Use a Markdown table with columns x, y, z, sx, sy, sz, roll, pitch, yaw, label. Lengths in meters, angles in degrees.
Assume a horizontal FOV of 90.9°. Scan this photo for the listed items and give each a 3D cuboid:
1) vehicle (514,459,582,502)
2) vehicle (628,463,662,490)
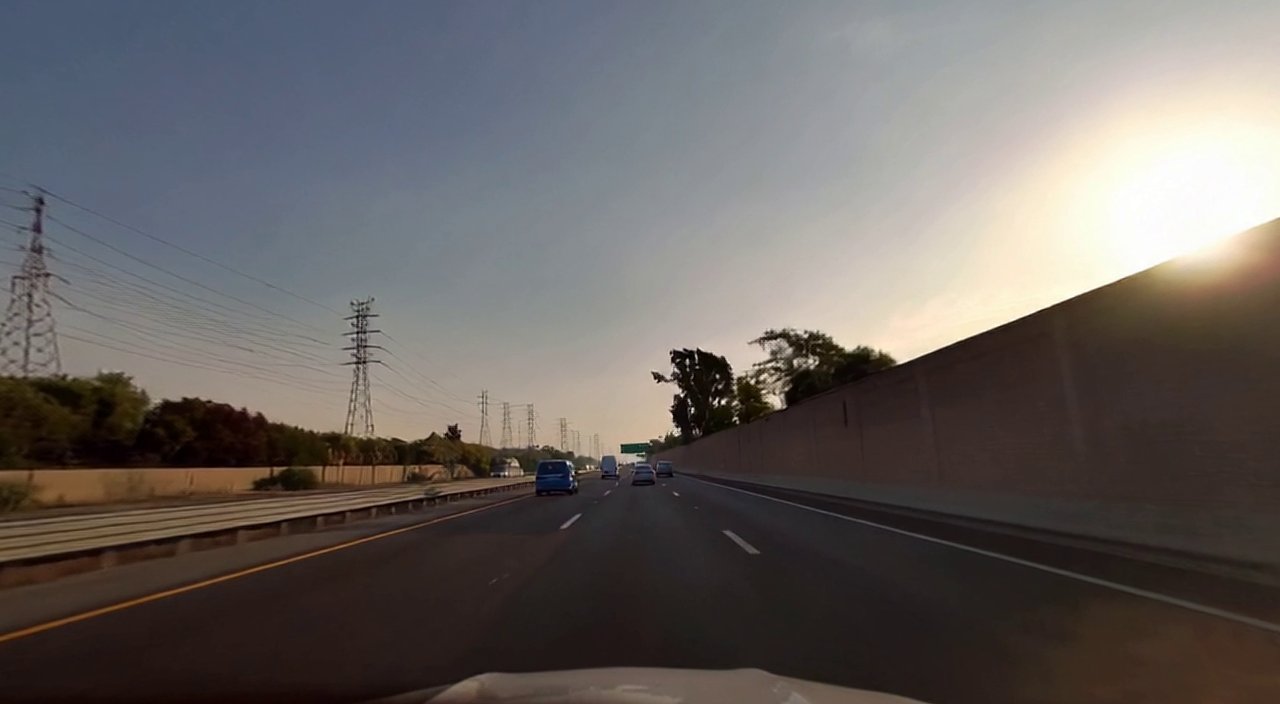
| x | y | z | sx | sy | sz | roll | pitch | yaw | label |
| --- | --- | --- | --- | --- | --- | --- | --- | --- | --- |
| -3.635 | 5.203 | 25.754 | 2.023 | 1.541 | 4.543 | 1 | -10 | 1 | vehicle |
| 0.289 | 7.734 | 39.367 | 2.006 | 1.554 | 3.863 | 1 | -10 | 0 | vehicle |
